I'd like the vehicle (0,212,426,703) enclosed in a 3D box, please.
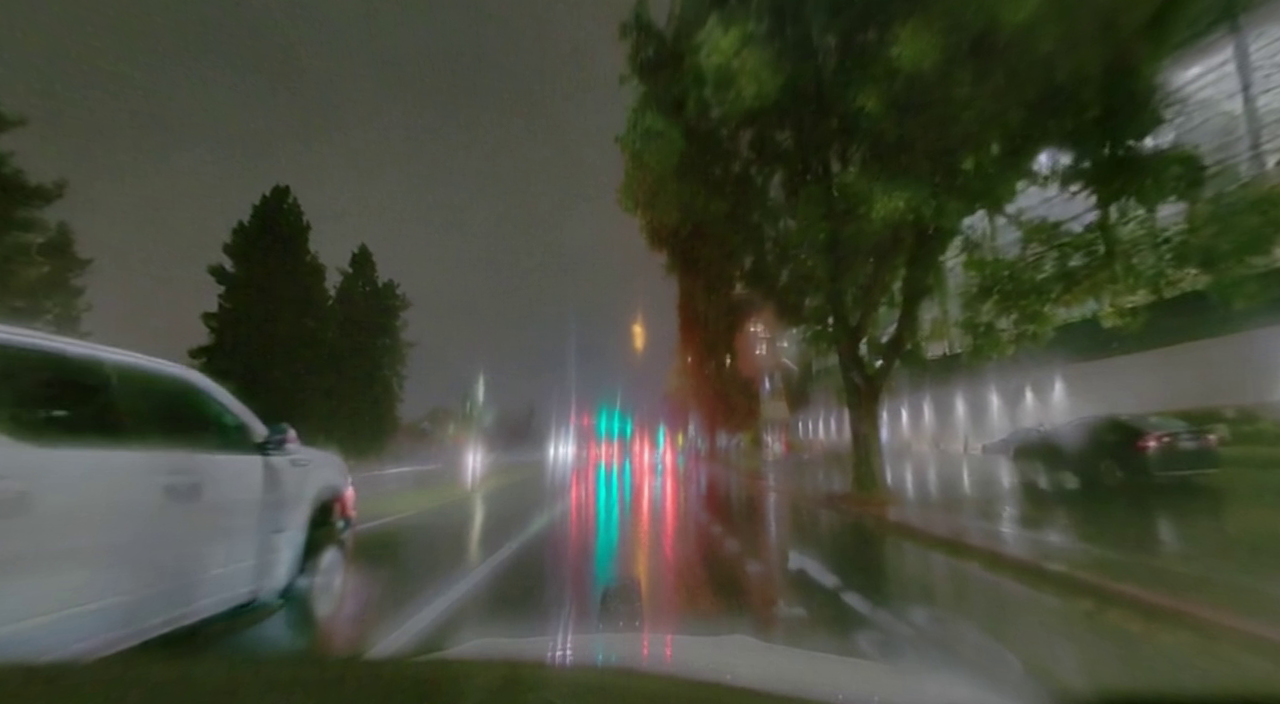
[{"bbox_3d":[-3.116,0.656,2.256,2.512,1.992,5.725,0,-9,2],"label":"vehicle"}]

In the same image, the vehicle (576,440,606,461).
[{"bbox_3d":[-3.498,7.098,45.475,2.018,1.458,4.350,0,-9,-2],"label":"vehicle"}]

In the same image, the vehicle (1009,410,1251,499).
[{"bbox_3d":[12.078,2.596,16.140,2.131,1.909,4.927,0,-9,-1],"label":"vehicle"}]

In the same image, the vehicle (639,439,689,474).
[{"bbox_3d":[1.063,4.916,29.849,2.142,1.528,4.133,0,-9,-1],"label":"vehicle"}]
